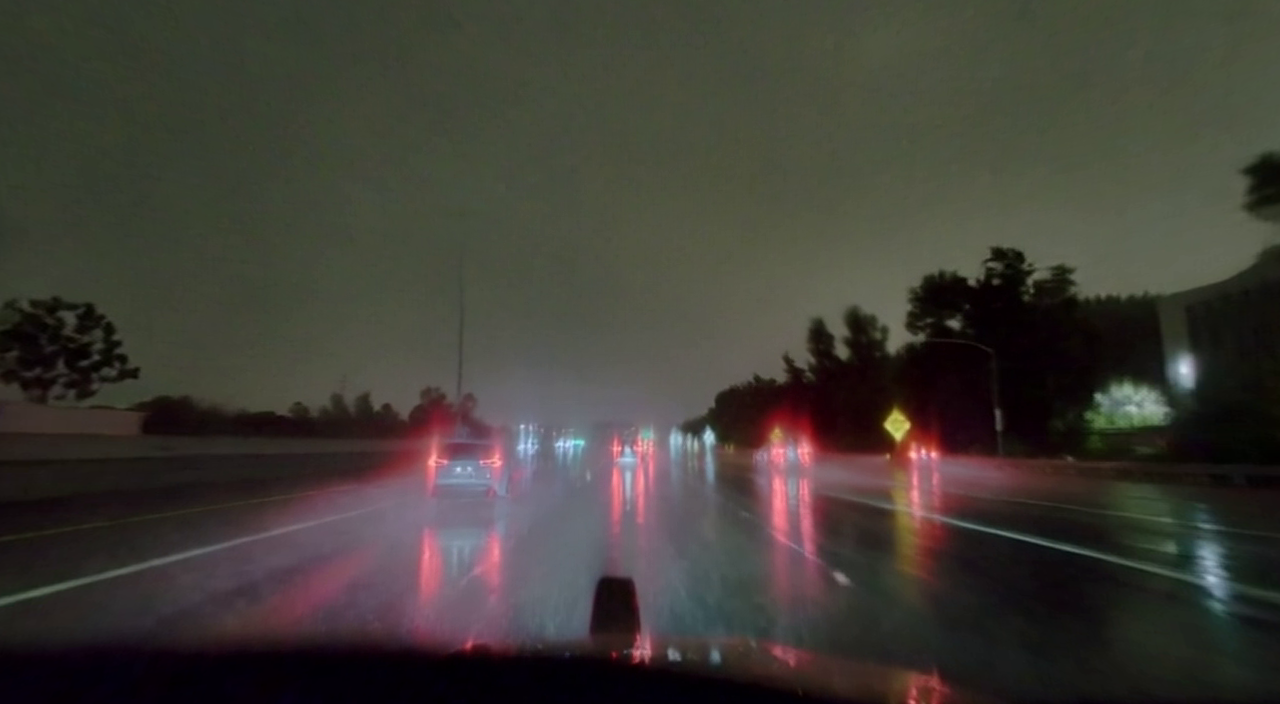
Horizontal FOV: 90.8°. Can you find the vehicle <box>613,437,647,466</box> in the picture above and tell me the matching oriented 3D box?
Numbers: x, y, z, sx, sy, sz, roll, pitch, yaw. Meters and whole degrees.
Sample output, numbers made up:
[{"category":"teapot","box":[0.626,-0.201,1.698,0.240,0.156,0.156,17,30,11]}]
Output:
[{"category":"vehicle","box":[-0.734,6.956,44.355,2.269,1.924,4.596,0,-8,-1]}]

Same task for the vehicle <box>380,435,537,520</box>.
[{"category":"vehicle","box":[-3.810,2.713,14.370,2.140,1.574,4.946,0,-8,0]}]
